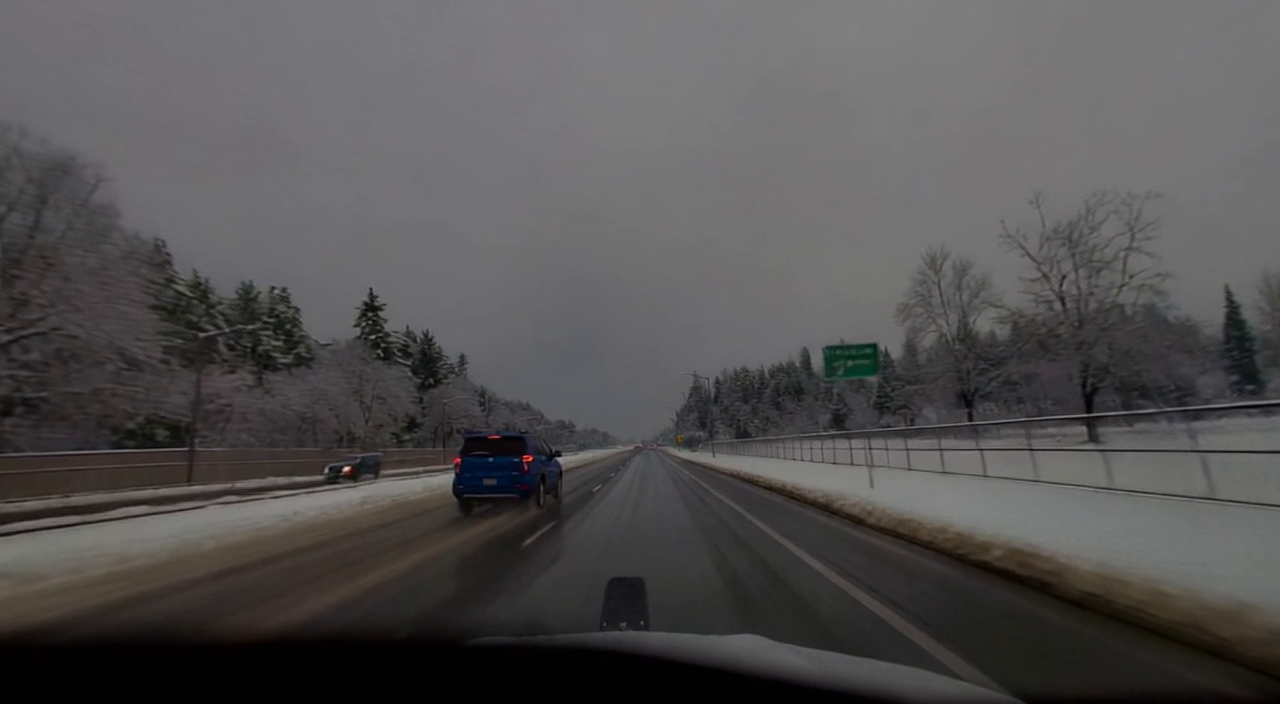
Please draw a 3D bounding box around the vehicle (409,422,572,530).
[{"bbox_3d":[-2.865,2.505,13.394,2.160,1.855,4.695,0,-8,2],"label":"vehicle"}]

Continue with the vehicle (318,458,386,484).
[{"bbox_3d":[-18.714,7.702,41.158,1.978,1.541,4.664,-1,-9,4],"label":"vehicle"}]
